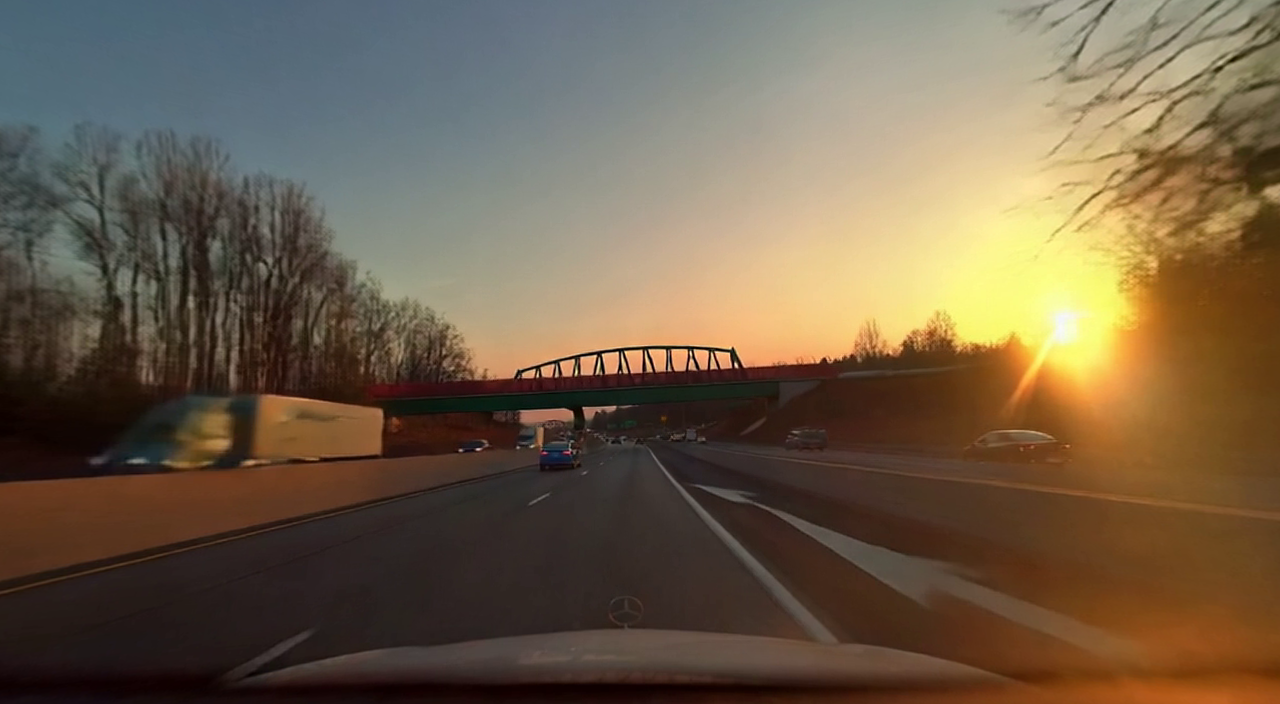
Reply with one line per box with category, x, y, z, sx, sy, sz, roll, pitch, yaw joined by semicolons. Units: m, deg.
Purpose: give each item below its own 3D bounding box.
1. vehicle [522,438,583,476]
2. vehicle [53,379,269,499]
vehicle;-3.814;4.671;28.157;2.052;1.556;4.405;0;-8;1
vehicle;-18.152;3.391;24.524;3.207;4.027;6.228;0;-8;1
